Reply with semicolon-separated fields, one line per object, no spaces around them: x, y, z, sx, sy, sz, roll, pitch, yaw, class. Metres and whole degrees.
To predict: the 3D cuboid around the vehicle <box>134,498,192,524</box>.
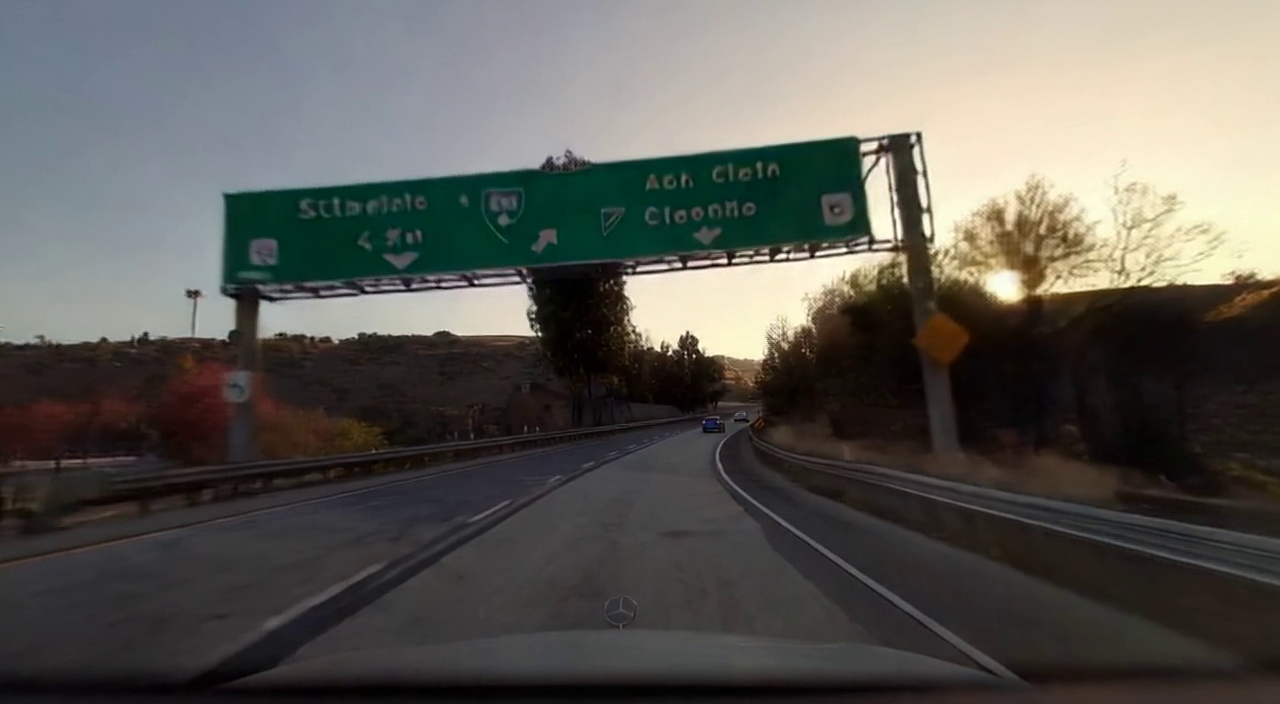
-37.136;12.390;49.303;1.762;1.478;3.670;5;-9;-5;vehicle

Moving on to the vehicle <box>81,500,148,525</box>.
-41.140;12.544;49.529;1.772;1.502;4.002;-1;-8;0;vehicle
